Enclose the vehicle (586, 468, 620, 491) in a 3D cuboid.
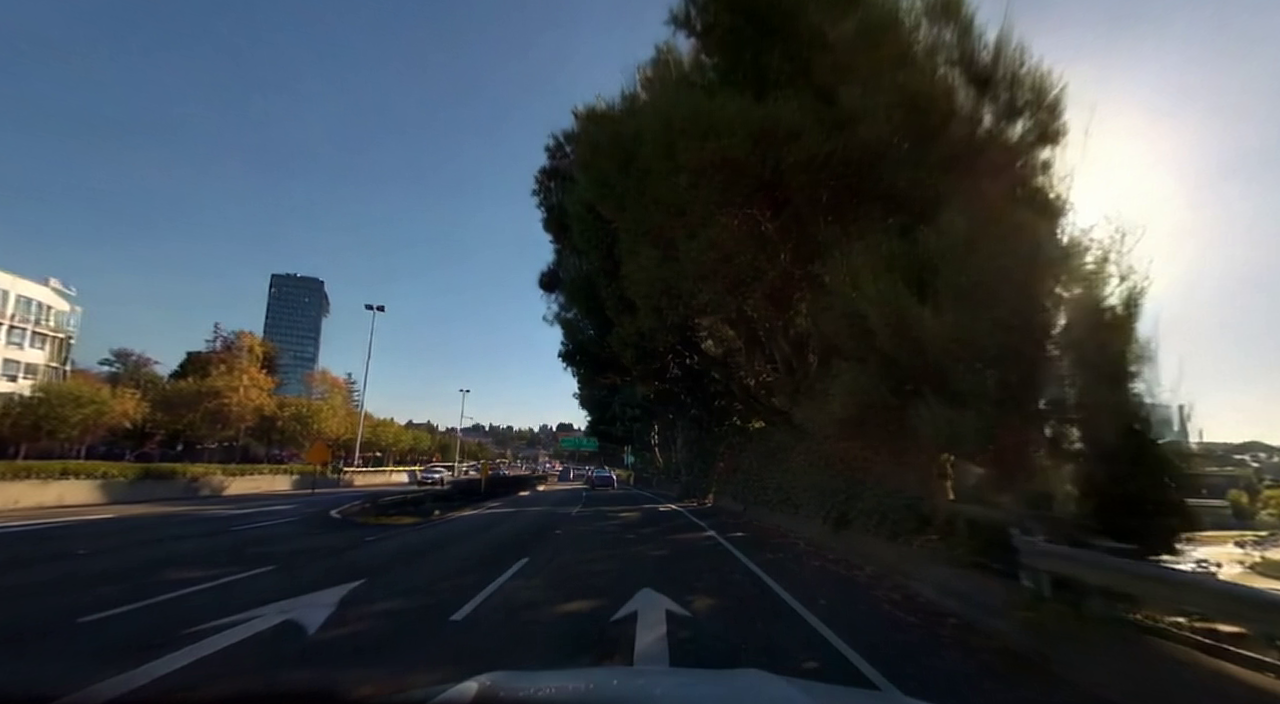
[{"bbox_3d":[-2.660,8.976,44.582,2.129,1.471,4.258,2,-10,-6],"label":"vehicle"}]
